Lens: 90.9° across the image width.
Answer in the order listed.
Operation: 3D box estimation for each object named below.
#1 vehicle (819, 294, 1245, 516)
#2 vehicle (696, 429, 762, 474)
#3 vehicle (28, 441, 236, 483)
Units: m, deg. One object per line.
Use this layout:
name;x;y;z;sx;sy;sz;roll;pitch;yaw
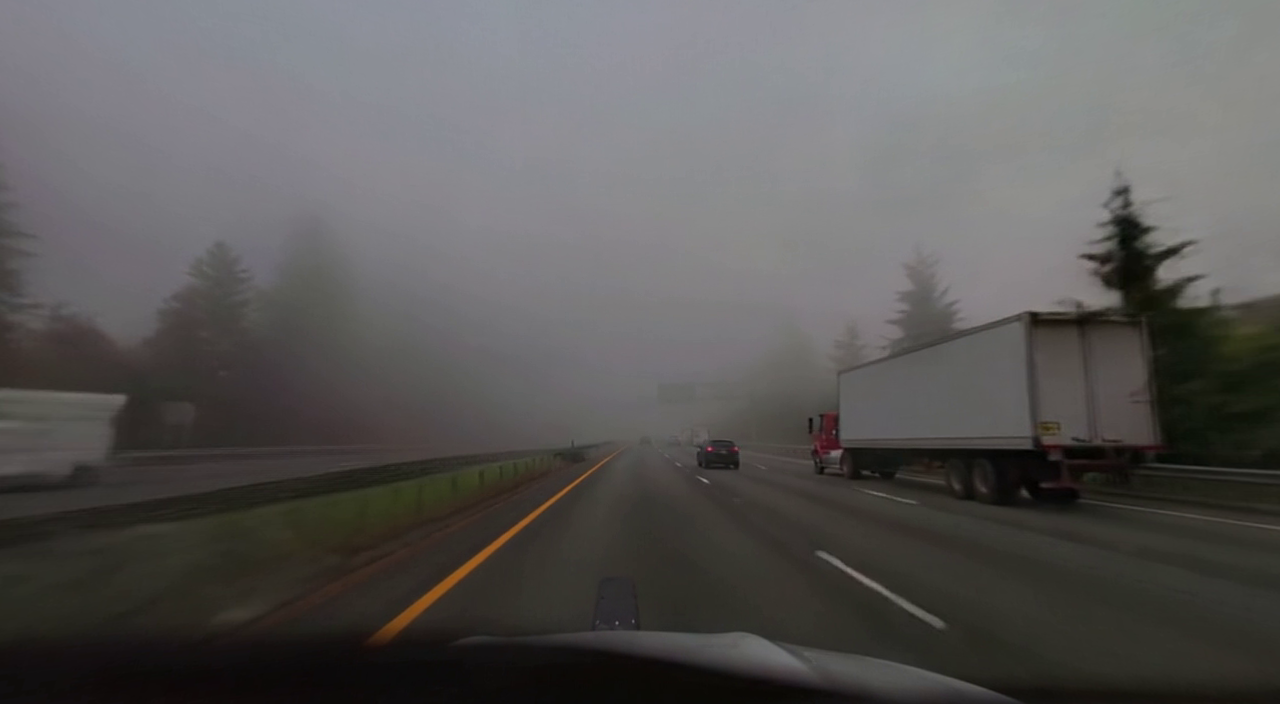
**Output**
vehicle;9.170;1.852;18.626;3.440;4.093;13.944;0;-8;-1
vehicle;3.604;4.103;26.340;2.011;1.672;4.415;0;-8;-2
vehicle;-17.201;3.732;21.932;2.491;1.219;5.785;0;-8;0
